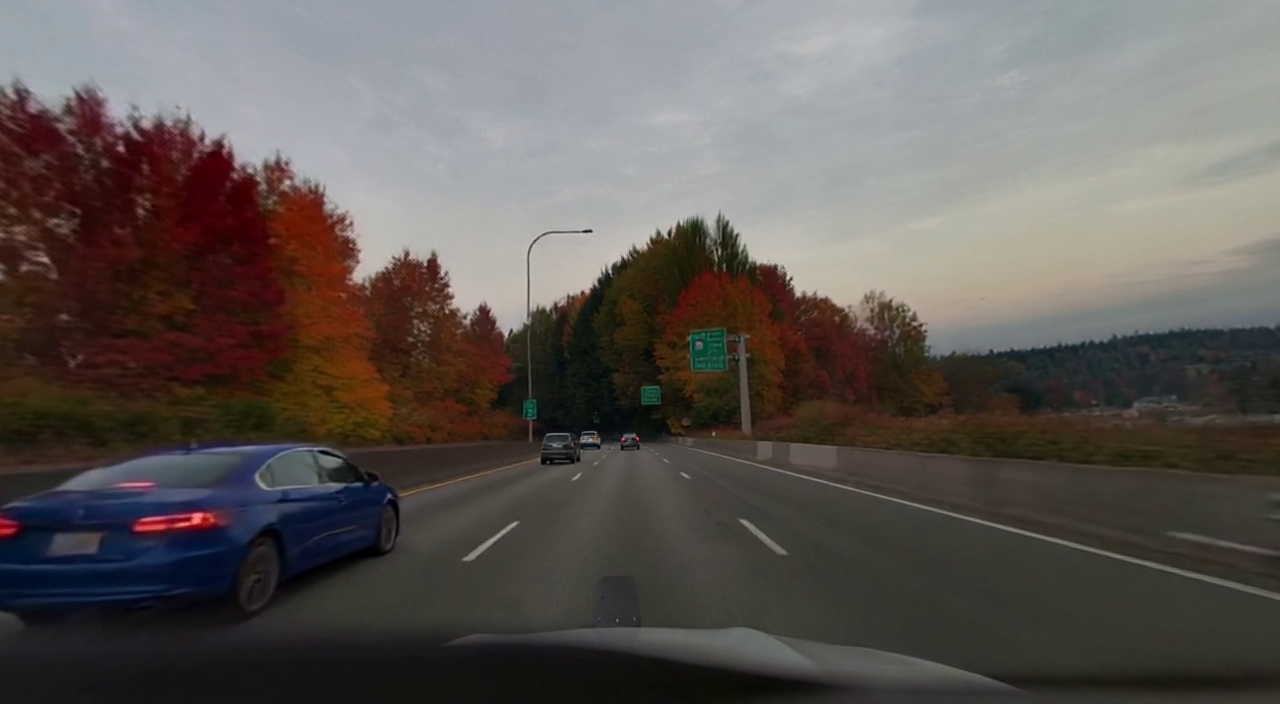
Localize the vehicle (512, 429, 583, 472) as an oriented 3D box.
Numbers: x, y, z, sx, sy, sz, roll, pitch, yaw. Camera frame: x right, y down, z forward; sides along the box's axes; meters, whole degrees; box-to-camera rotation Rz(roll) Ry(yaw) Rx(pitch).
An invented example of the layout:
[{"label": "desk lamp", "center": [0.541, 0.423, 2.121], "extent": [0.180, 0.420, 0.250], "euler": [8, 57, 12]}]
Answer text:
[{"label": "vehicle", "center": [-3.433, 3.746, 24.242], "extent": [1.989, 1.497, 4.645], "euler": [0, -8, 0]}]

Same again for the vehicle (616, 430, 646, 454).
[{"label": "vehicle", "center": [-0.611, 6.323, 44.403], "extent": [2.054, 1.609, 3.859], "euler": [0, -8, 0]}]
